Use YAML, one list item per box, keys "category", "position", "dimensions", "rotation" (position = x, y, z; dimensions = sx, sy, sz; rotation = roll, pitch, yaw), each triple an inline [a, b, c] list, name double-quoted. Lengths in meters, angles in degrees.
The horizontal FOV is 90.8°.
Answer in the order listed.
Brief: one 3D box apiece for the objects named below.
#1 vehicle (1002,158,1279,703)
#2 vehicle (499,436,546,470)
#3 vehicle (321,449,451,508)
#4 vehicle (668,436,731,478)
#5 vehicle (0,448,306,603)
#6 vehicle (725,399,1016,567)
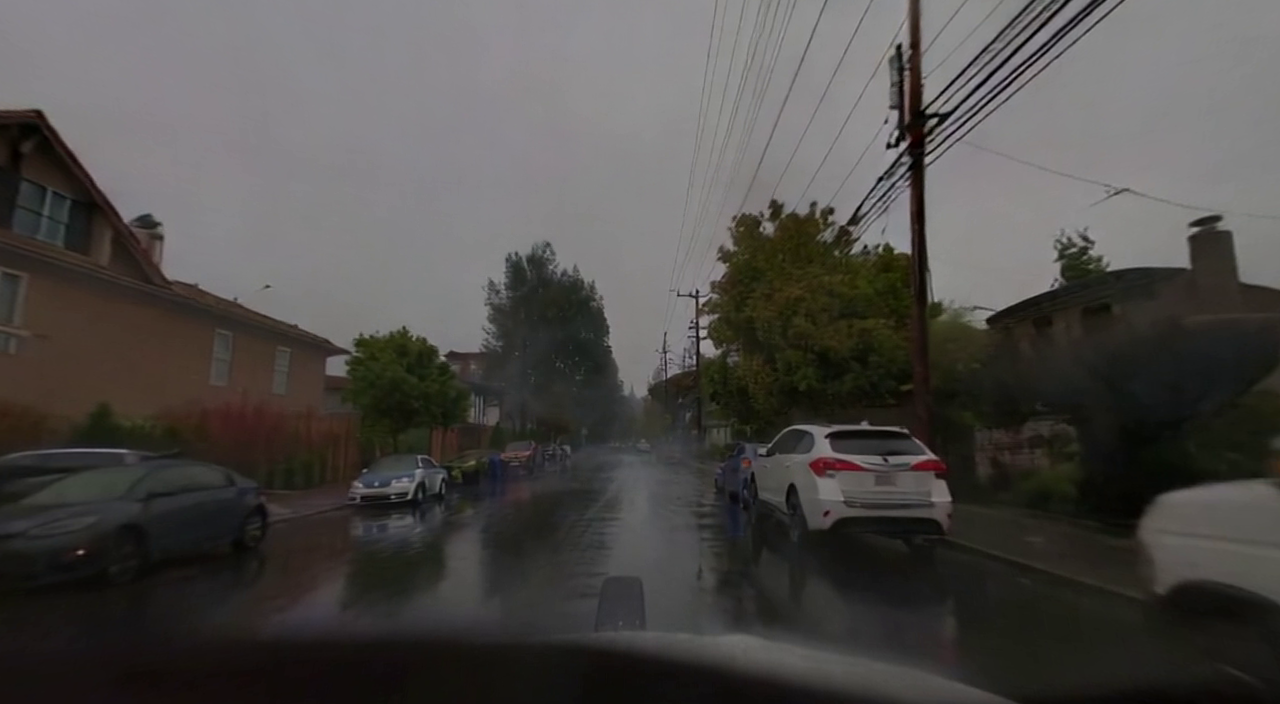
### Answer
- category: "vehicle"
  position: [3.173, 0.405, 1.128]
  dimensions: [2.295, 2.279, 4.578]
  rotation: [0, -8, 1]
- category: "vehicle"
  position: [-7.262, 6.309, 39.605]
  dimensions: [2.183, 1.972, 4.817]
  rotation: [0, -8, -2]
- category: "vehicle"
  position: [-6.745, 3.362, 17.362]
  dimensions: [1.958, 1.359, 4.357]
  rotation: [0, -8, -3]
- category: "vehicle"
  position: [2.821, 5.166, 31.395]
  dimensions: [2.365, 1.874, 5.669]
  rotation: [0, -8, -2]
- category: "vehicle"
  position: [-6.558, 2.060, 8.582]
  dimensions: [1.866, 1.474, 4.753]
  rotation: [1, -8, -6]
- category: "vehicle"
  position: [3.079, 1.924, 10.160]
  dimensions: [2.427, 1.947, 5.329]
  rotation: [0, -8, -3]
